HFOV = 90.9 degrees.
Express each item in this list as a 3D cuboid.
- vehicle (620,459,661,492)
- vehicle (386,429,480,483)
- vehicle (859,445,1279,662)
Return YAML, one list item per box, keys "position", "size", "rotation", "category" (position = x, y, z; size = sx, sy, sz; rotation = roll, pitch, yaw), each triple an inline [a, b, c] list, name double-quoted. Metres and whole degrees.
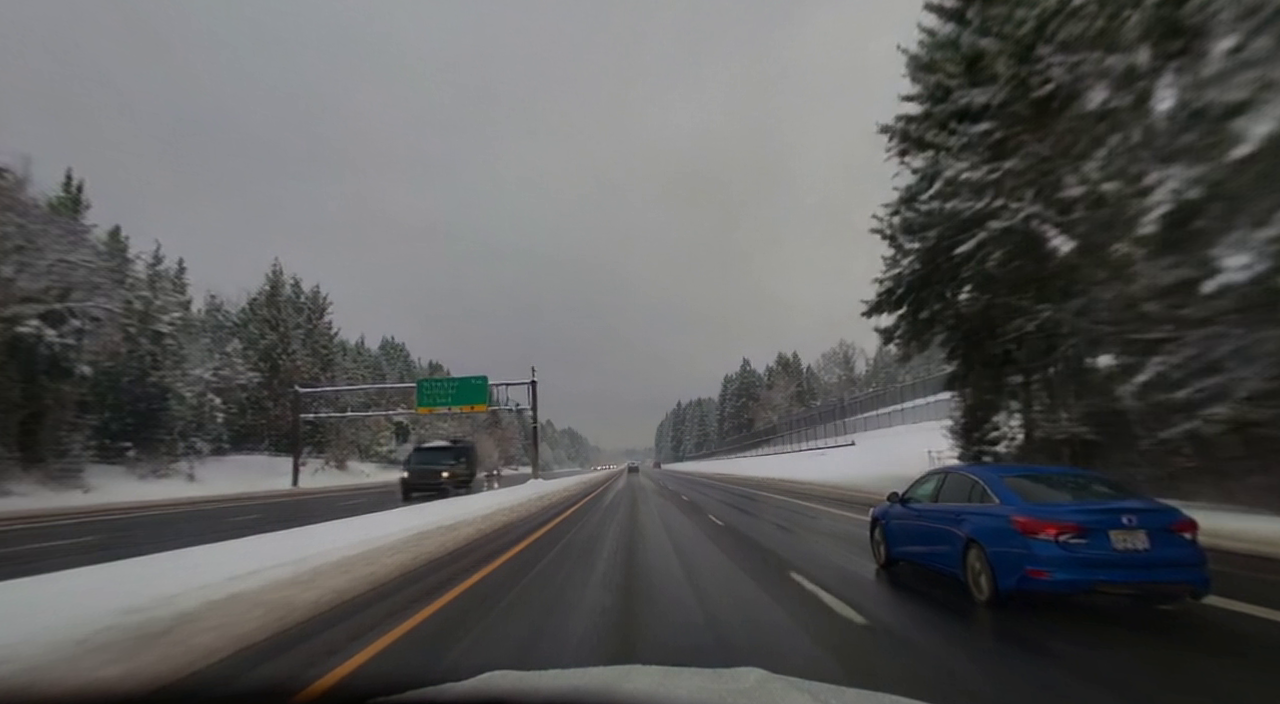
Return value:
- position: [-0.030, 6.463, 33.047]
  size: [2.037, 1.605, 3.833]
  rotation: [1, -11, -1]
  category: "vehicle"
- position: [-8.204, 4.256, 25.591]
  size: [2.049, 1.932, 4.943]
  rotation: [1, -11, 1]
  category: "vehicle"
- position: [4.020, 1.818, 6.554]
  size: [1.938, 1.494, 4.032]
  rotation: [1, -11, -1]
  category: "vehicle"
